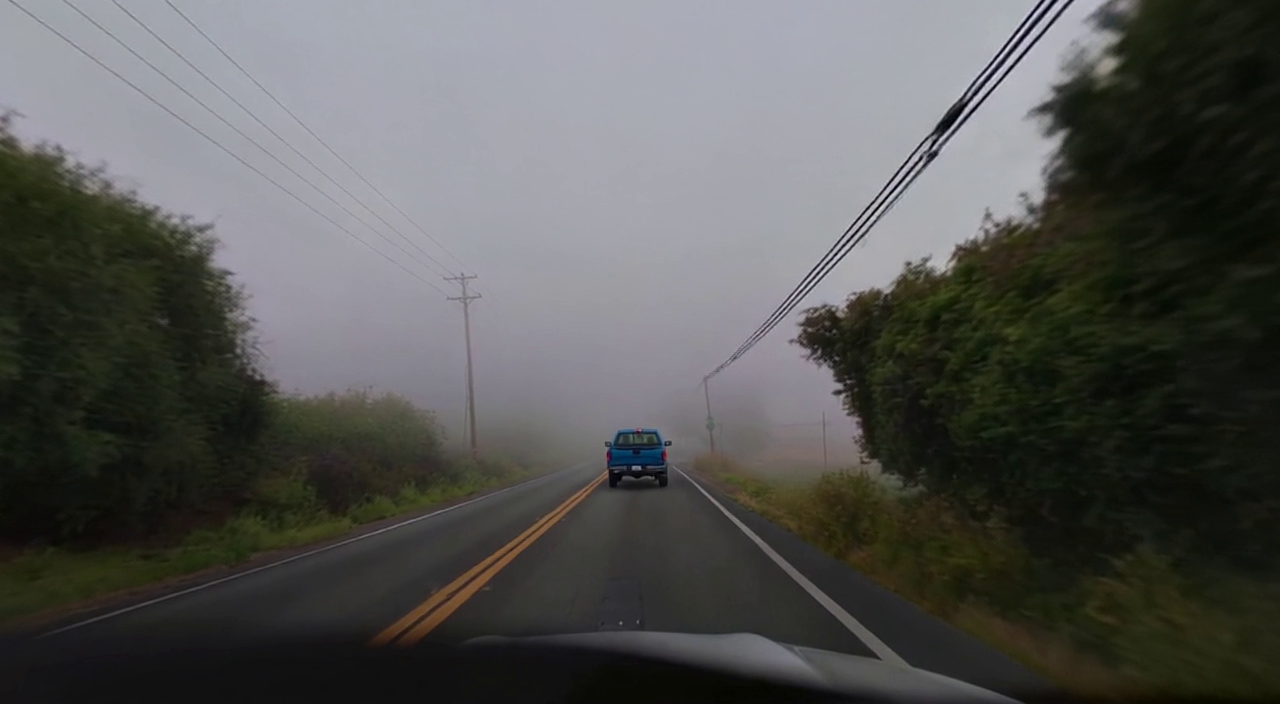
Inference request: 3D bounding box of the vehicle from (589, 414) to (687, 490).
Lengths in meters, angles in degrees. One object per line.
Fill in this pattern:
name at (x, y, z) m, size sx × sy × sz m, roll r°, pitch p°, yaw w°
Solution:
vehicle at (-0.098, 3.690, 23.437) m, size 3.021 × 2.326 × 7.410 m, roll 0°, pitch -9°, yaw -1°
